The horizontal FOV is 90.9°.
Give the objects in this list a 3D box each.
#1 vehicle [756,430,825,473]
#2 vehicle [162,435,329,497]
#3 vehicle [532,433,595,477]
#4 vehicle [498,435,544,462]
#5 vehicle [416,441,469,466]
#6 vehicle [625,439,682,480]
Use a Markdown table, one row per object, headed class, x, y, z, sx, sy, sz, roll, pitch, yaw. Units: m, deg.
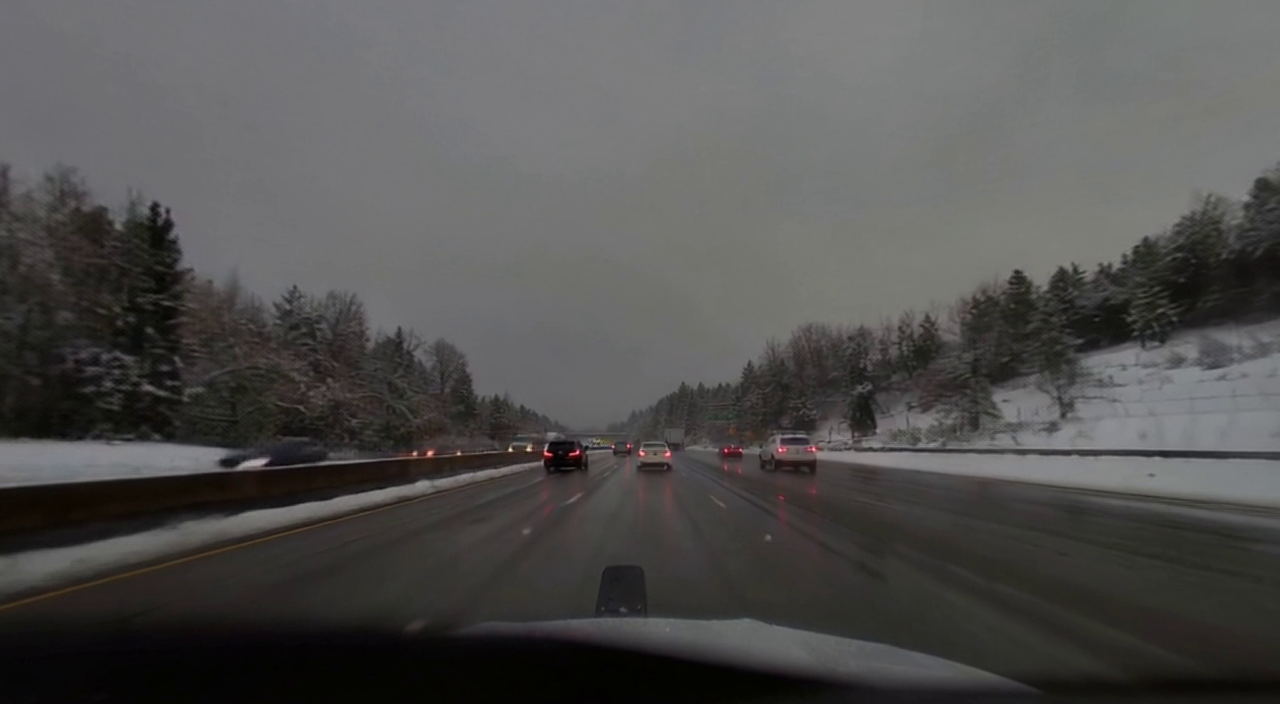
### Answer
| class | x | y | z | sx | sy | sz | roll | pitch | yaw |
| --- | --- | --- | --- | --- | --- | --- | --- | --- | --- |
| vehicle | 7.216 | 4.855 | 30.894 | 2.094 | 1.916 | 5.099 | 0 | -8 | 0 |
| vehicle | -12.170 | 3.517 | 19.995 | 1.915 | 1.675 | 5.092 | 0 | -8 | 1 |
| vehicle | -3.248 | 4.490 | 27.709 | 2.140 | 1.720 | 4.410 | 0 | -8 | 1 |
| vehicle | -8.736 | 7.157 | 46.949 | 2.251 | 1.900 | 5.551 | 0 | -8 | 1 |
| vehicle | -15.289 | 7.881 | 49.214 | 2.186 | 1.863 | 5.744 | 0 | -8 | 1 |
| vehicle | 0.527 | 4.242 | 25.140 | 2.071 | 1.464 | 4.162 | 0 | -8 | 1 |
